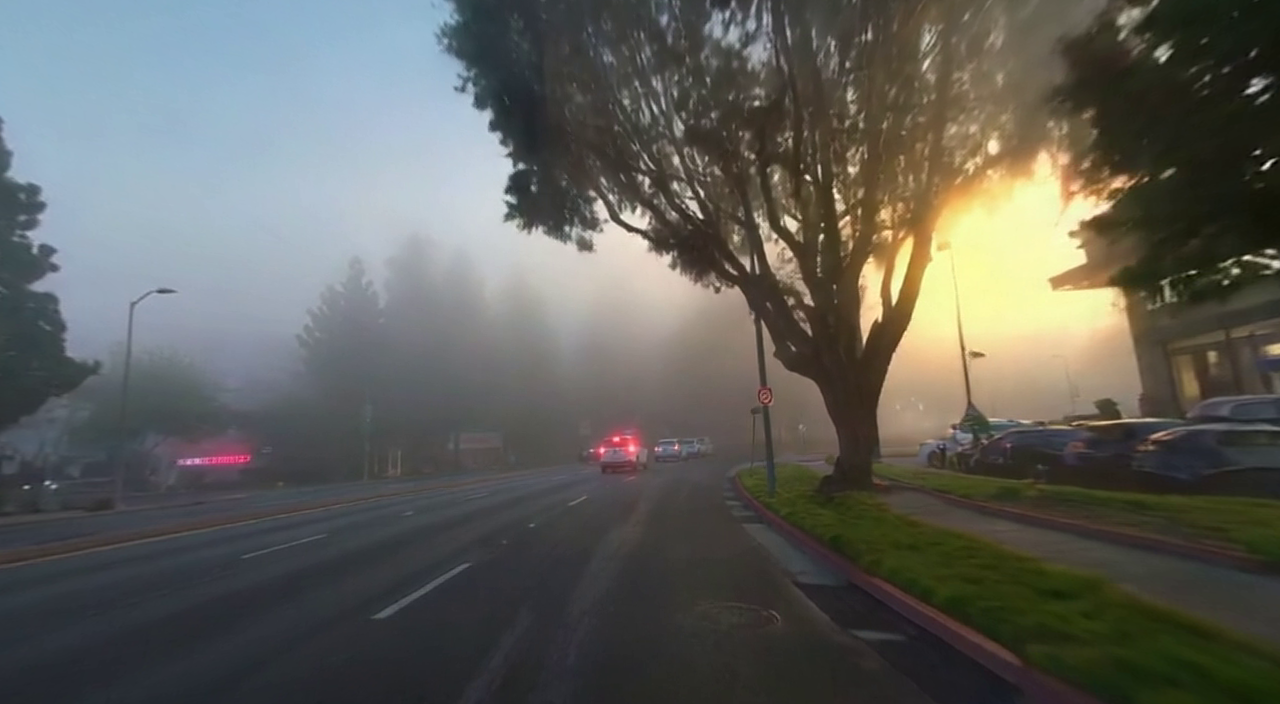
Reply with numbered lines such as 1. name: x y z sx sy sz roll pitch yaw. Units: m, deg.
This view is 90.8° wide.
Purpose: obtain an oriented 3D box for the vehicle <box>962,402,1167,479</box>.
1. vehicle: 12.399 2.633 18.745 4.408 1.682 2.040 -7 -9 1

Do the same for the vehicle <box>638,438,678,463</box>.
1. vehicle: 1.284 6.853 43.980 2.002 1.664 4.113 -2 -9 13

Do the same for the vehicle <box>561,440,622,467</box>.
1. vehicle: -3.265 6.696 41.694 1.799 1.682 4.637 6 -11 -37

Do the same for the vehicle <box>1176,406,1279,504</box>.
1. vehicle: 11.794 1.630 10.155 4.423 1.455 2.034 -1 -9 1

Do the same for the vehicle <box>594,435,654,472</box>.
1. vehicle: -0.754 5.359 33.612 2.168 1.783 4.695 -3 -9 11
